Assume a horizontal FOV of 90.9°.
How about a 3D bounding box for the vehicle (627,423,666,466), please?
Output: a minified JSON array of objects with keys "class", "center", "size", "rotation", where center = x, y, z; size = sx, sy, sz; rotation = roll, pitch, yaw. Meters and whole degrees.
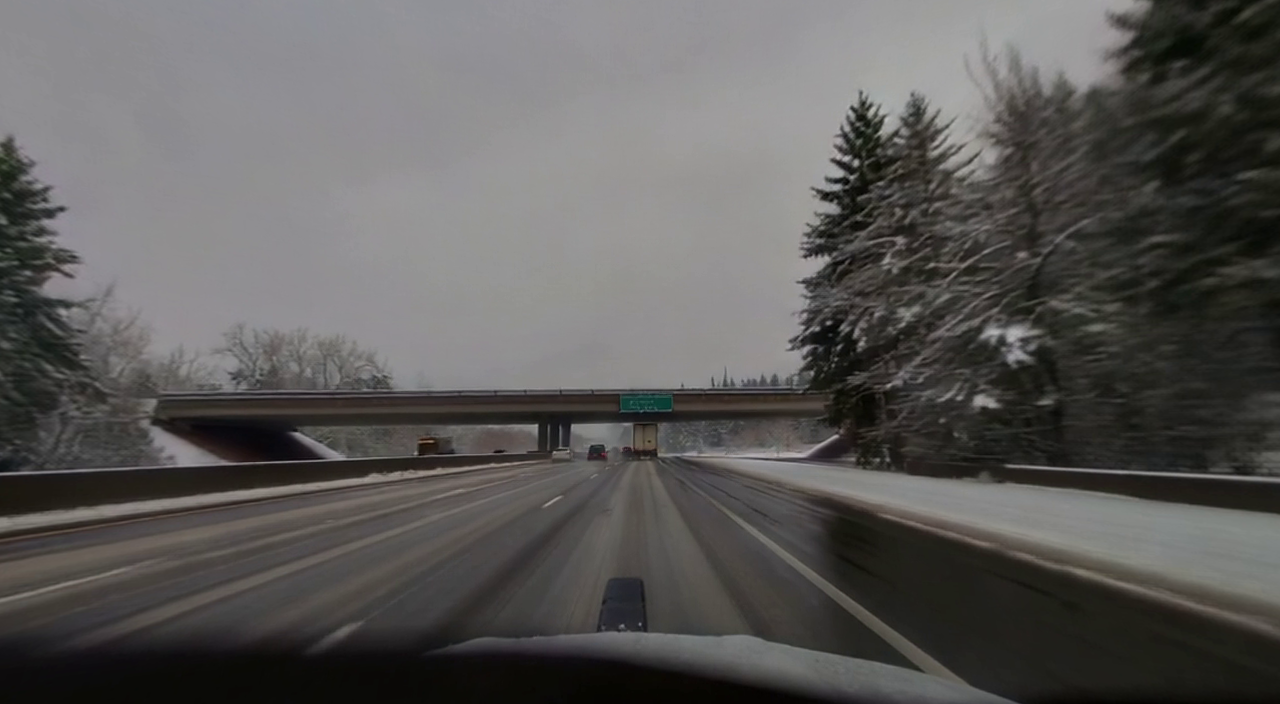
[{"class":"vehicle","center":[0.403,7.284,49.521],"size":[2.790,3.075,7.414],"rotation":[0,-9,-2]}]
